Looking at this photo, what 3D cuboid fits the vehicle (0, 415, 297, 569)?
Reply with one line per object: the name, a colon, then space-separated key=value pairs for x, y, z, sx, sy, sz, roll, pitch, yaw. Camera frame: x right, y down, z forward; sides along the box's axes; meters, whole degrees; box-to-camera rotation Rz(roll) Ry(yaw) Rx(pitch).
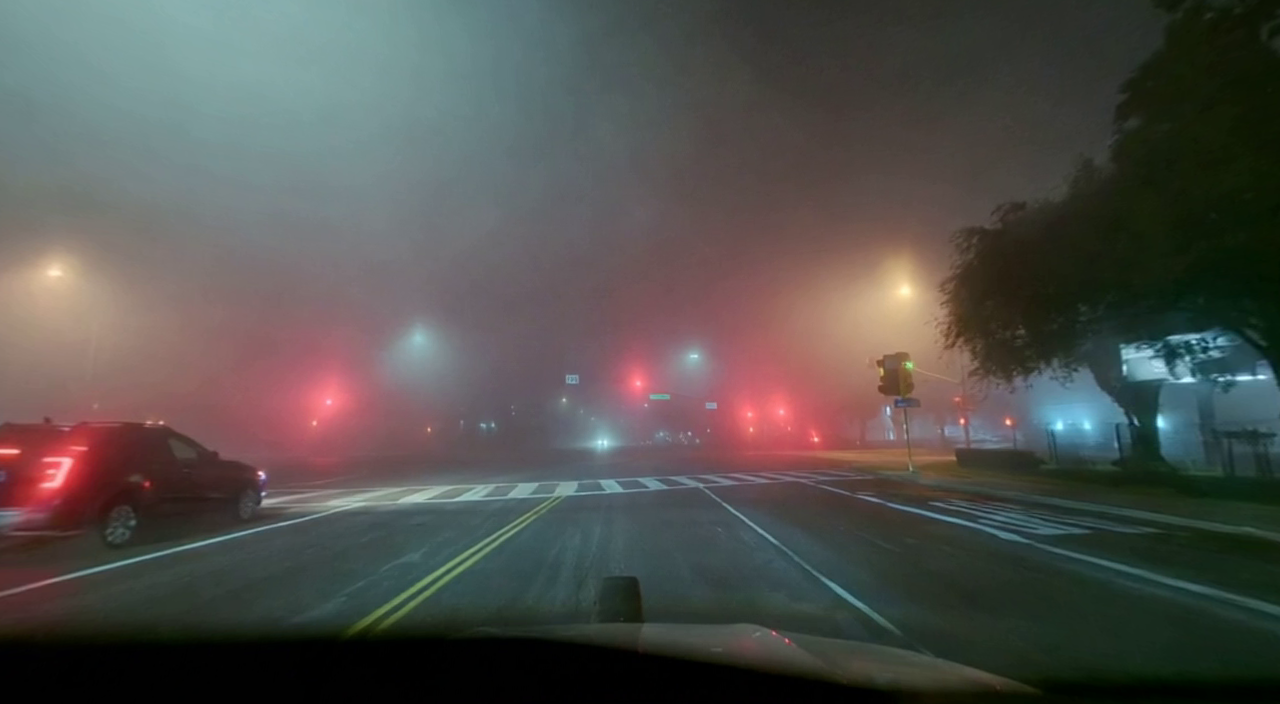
vehicle: x=-7.190 y=1.762 z=8.820 sx=1.904 sy=1.497 sz=5.154 roll=0 pitch=-9 yaw=0
